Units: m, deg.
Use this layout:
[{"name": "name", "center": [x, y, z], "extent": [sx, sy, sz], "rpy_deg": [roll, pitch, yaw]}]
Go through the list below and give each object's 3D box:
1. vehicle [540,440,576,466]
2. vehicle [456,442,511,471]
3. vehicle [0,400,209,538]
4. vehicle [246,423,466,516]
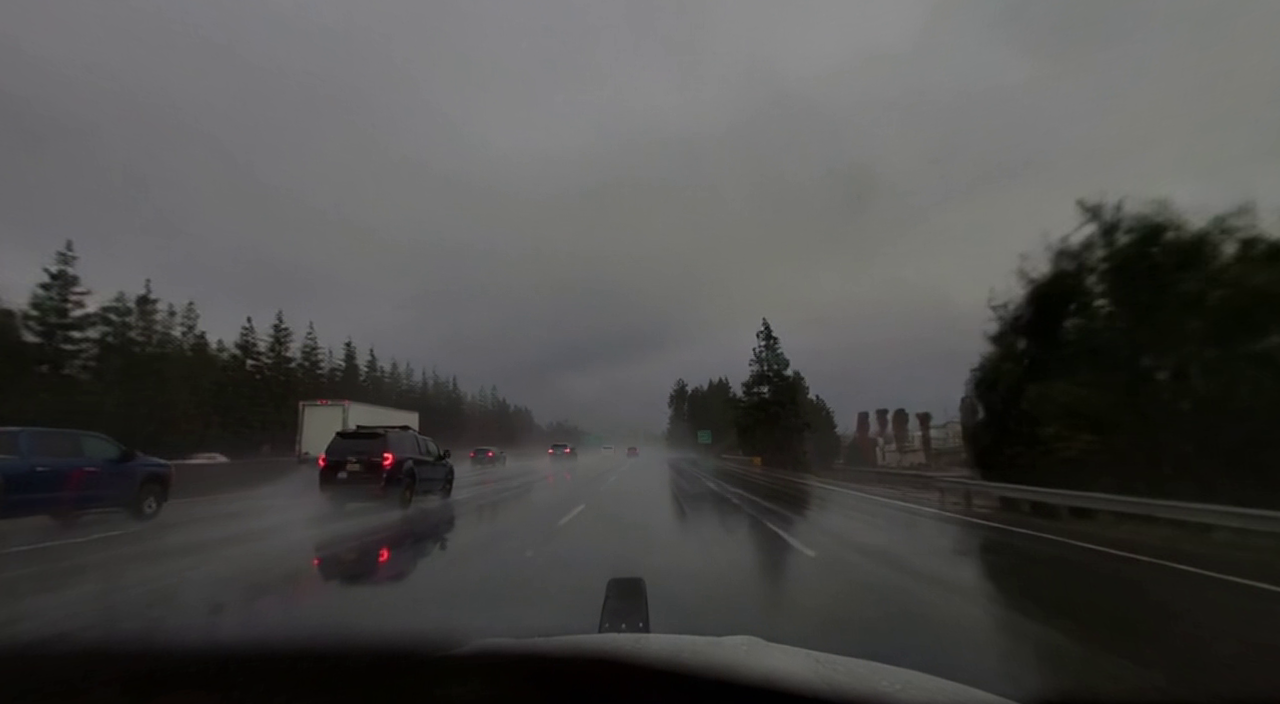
[{"name": "vehicle", "center": [-5.948, 7.339, 46.071], "extent": [2.009, 1.735, 4.358], "rpy_deg": [-1, -8, 1]}, {"name": "vehicle", "center": [-9.516, 6.357, 38.746], "extent": [2.060, 1.662, 4.469], "rpy_deg": [-1, -8, 2]}, {"name": "vehicle", "center": [-10.257, 1.814, 9.965], "extent": [2.576, 1.922, 6.067], "rpy_deg": [-1, -8, 0]}, {"name": "vehicle", "center": [-6.387, 2.726, 15.418], "extent": [2.403, 1.773, 6.276], "rpy_deg": [-1, -8, 1]}]
